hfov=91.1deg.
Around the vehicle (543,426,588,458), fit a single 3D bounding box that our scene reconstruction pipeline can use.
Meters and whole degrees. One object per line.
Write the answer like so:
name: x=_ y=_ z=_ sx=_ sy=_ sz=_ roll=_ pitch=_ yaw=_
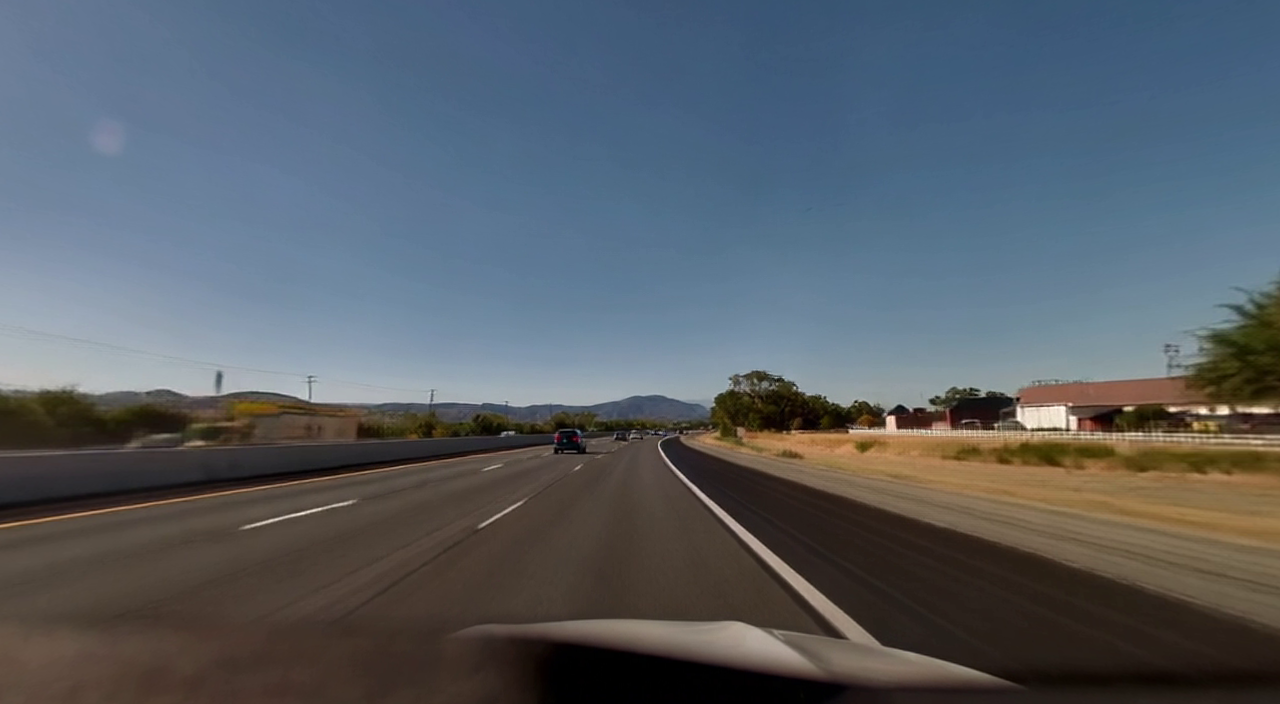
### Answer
vehicle: x=-4.222 y=5.175 z=36.405 sx=1.980 sy=1.721 sz=4.419 roll=0 pitch=-8 yaw=1
